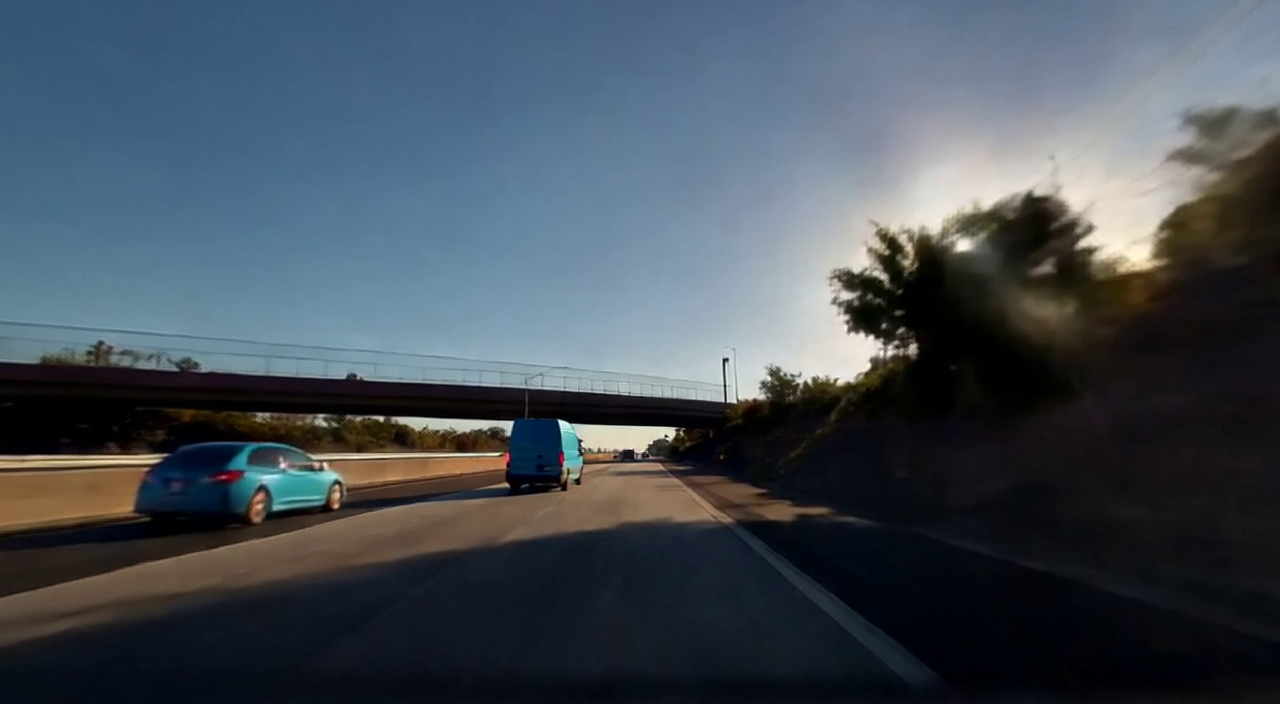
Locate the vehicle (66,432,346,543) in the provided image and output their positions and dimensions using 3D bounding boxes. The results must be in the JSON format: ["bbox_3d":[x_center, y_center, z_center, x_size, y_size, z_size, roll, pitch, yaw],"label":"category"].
[{"bbox_3d":[-7.607,2.394,11.769,2.164,1.664,4.252,0,-9,0],"label":"vehicle"}]

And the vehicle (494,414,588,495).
[{"bbox_3d":[-3.416,3.742,23.159,2.437,2.565,5.829,0,-9,1],"label":"vehicle"}]
